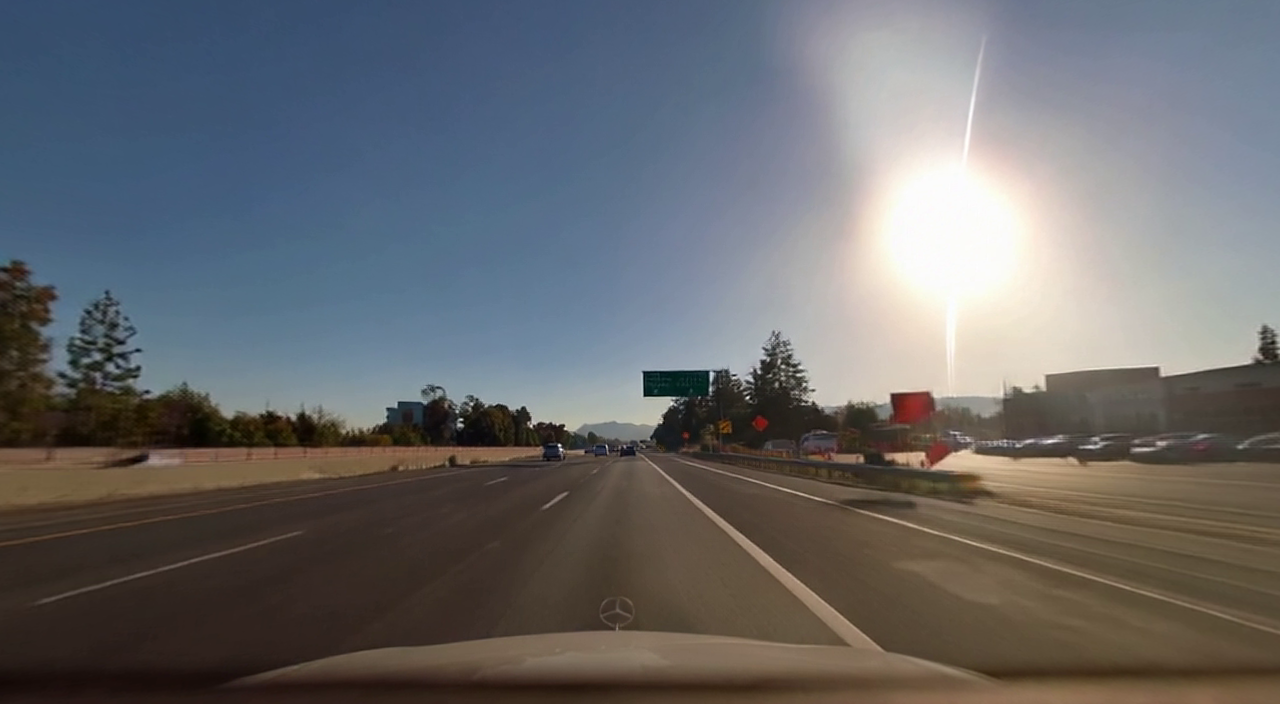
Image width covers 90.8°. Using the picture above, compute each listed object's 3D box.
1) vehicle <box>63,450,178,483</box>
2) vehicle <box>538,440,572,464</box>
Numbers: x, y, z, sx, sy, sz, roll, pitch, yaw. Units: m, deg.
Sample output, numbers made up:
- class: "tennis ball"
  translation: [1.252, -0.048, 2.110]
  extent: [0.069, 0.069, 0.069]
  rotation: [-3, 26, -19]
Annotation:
- class: "vehicle"
  translation: [-24.018, 5.272, 29.453]
  extent: [1.692, 1.416, 4.335]
  rotation: [0, -9, 0]
- class: "vehicle"
  translation: [-6.554, 7.740, 49.069]
  extent: [2.036, 1.758, 4.529]
  rotation: [0, -9, 0]
